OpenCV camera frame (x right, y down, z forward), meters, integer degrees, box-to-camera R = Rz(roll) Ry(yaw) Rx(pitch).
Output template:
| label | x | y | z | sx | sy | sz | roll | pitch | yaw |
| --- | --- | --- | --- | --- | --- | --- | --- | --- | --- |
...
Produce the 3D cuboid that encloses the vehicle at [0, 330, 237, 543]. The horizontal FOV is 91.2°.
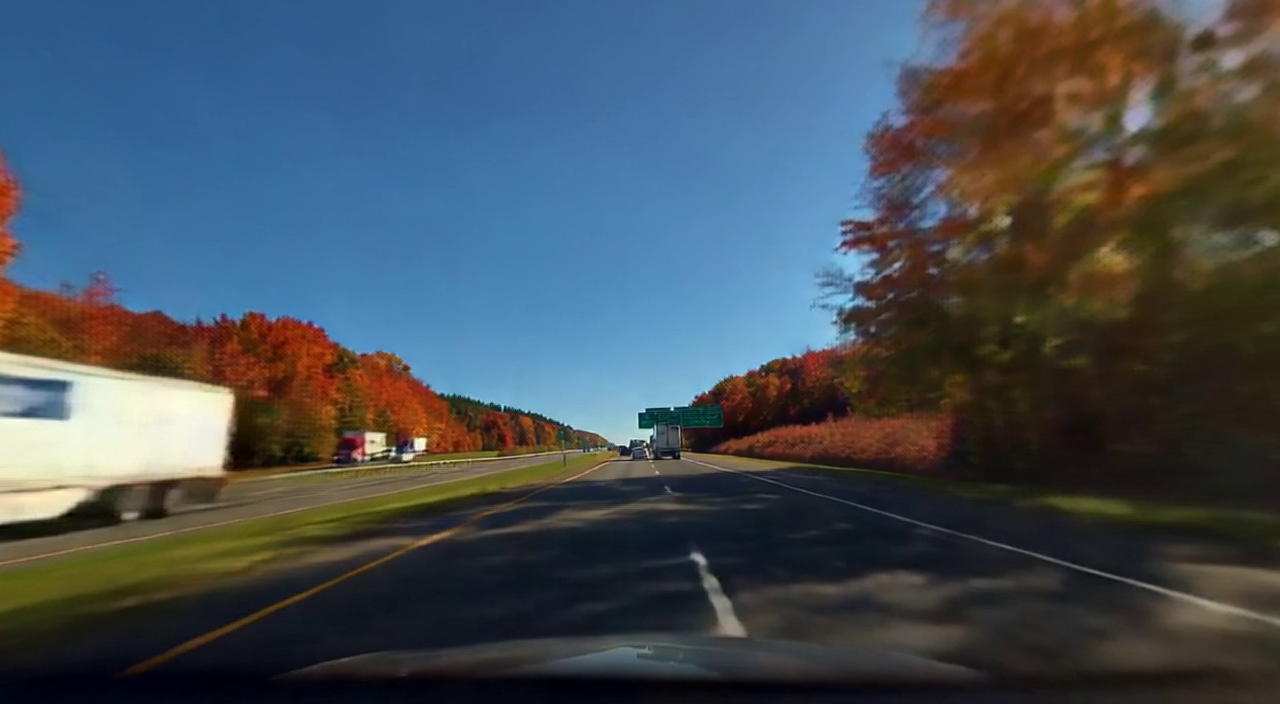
| label | x | y | z | sx | sy | sz | roll | pitch | yaw |
| --- | --- | --- | --- | --- | --- | --- | --- | --- | --- |
| vehicle | -14.079 | 1.653 | 12.204 | 3.063 | 4.134 | 14.156 | 0 | -9 | 0 |
